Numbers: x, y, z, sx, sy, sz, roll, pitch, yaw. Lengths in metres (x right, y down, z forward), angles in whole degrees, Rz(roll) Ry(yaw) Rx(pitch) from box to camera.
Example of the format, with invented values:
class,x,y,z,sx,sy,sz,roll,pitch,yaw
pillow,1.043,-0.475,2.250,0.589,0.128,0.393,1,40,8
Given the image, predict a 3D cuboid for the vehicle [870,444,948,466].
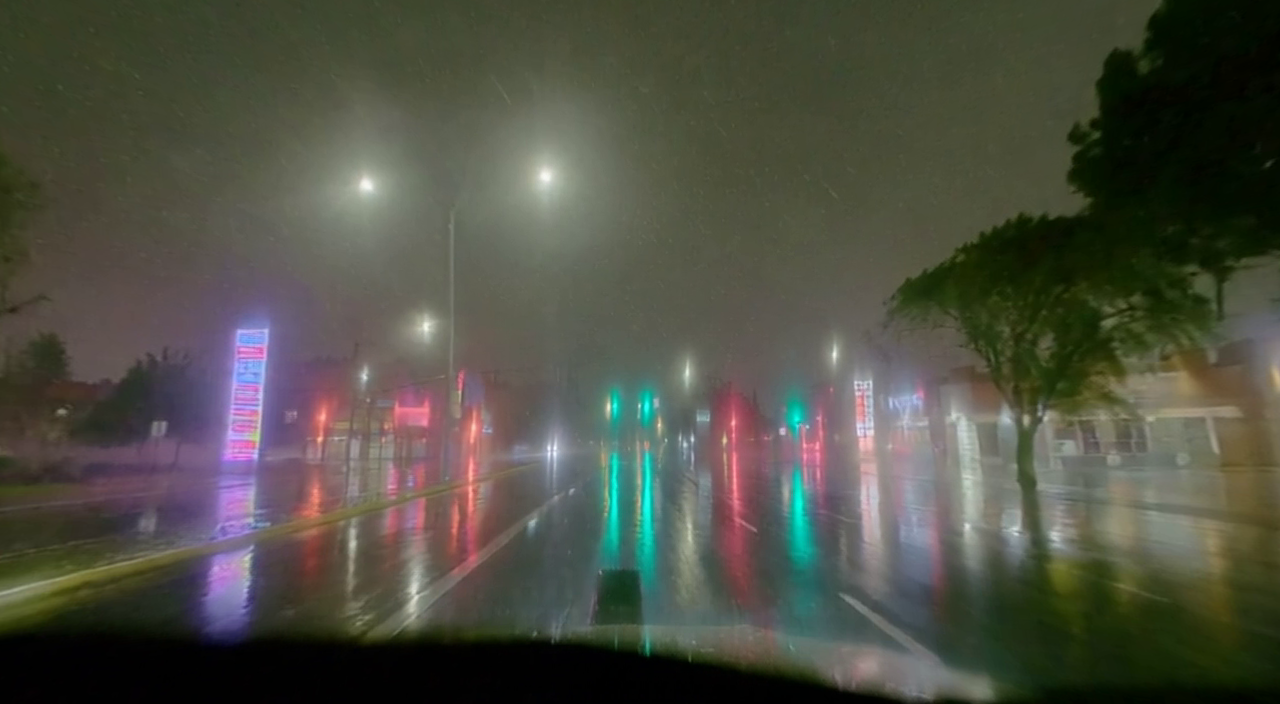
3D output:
class,x,y,z,sx,sy,sz,roll,pitch,yaw
vehicle,18.859,7.214,44.393,4.545,1.511,1.935,0,-9,-4
